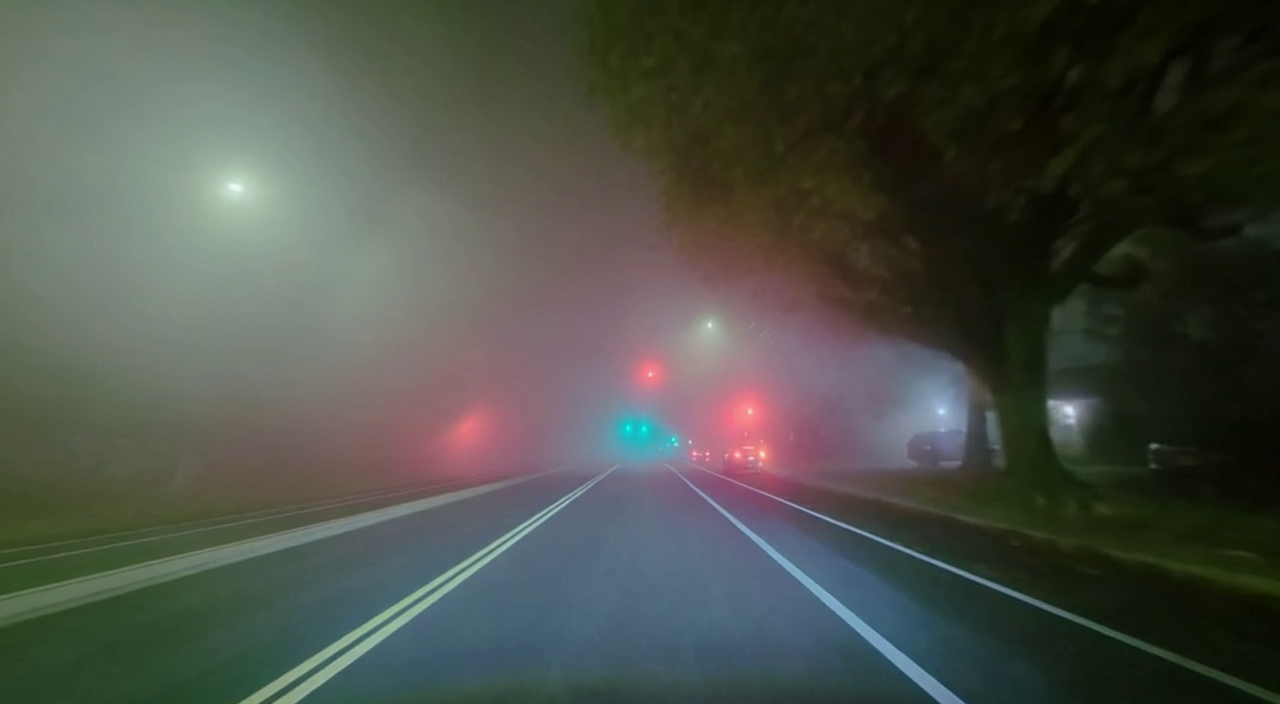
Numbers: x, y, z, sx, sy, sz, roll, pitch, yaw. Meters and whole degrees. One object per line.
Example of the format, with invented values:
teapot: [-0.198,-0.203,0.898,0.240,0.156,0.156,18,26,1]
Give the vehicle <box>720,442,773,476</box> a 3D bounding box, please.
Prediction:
vehicle: [5.263,5.330,31.606,1.955,1.549,4.129,0,-8,0]

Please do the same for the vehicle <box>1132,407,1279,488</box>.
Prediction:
vehicle: [13.261,1.954,12.985,4.389,1.530,1.992,-1,-8,6]

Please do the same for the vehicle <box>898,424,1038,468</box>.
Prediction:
vehicle: [12.946,3.744,25.129,4.476,1.686,1.878,0,-8,1]
